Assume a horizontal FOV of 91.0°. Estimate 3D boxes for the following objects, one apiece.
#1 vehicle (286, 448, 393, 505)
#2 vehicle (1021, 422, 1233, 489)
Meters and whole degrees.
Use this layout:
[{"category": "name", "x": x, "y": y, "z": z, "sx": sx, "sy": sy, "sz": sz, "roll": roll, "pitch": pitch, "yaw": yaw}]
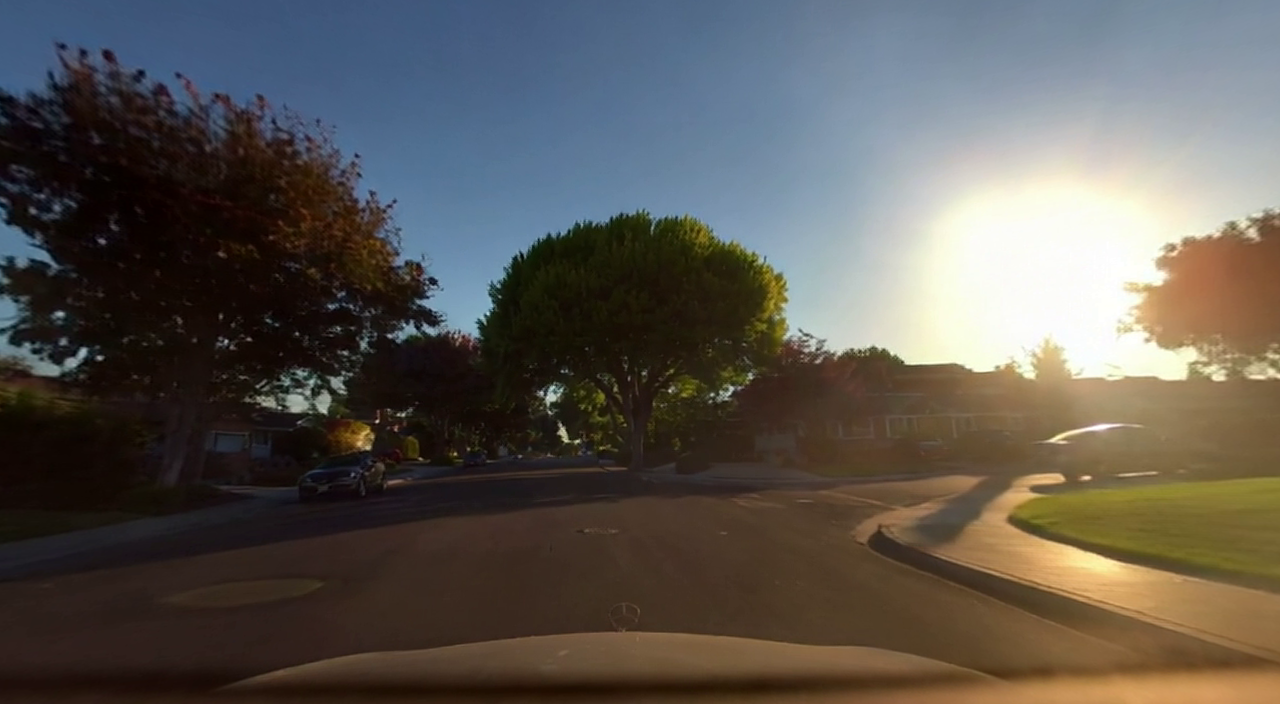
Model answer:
[{"category": "vehicle", "x": -9.493, "y": 3.928, "z": 20.280, "sx": 1.938, "sy": 1.499, "sz": 4.290, "roll": -2, "pitch": -9, "yaw": -9}, {"category": "vehicle", "x": 14.330, "y": 3.027, "z": 18.658, "sx": 4.933, "sy": 1.817, "sz": 2.014, "roll": 1, "pitch": -9, "yaw": -9}]
